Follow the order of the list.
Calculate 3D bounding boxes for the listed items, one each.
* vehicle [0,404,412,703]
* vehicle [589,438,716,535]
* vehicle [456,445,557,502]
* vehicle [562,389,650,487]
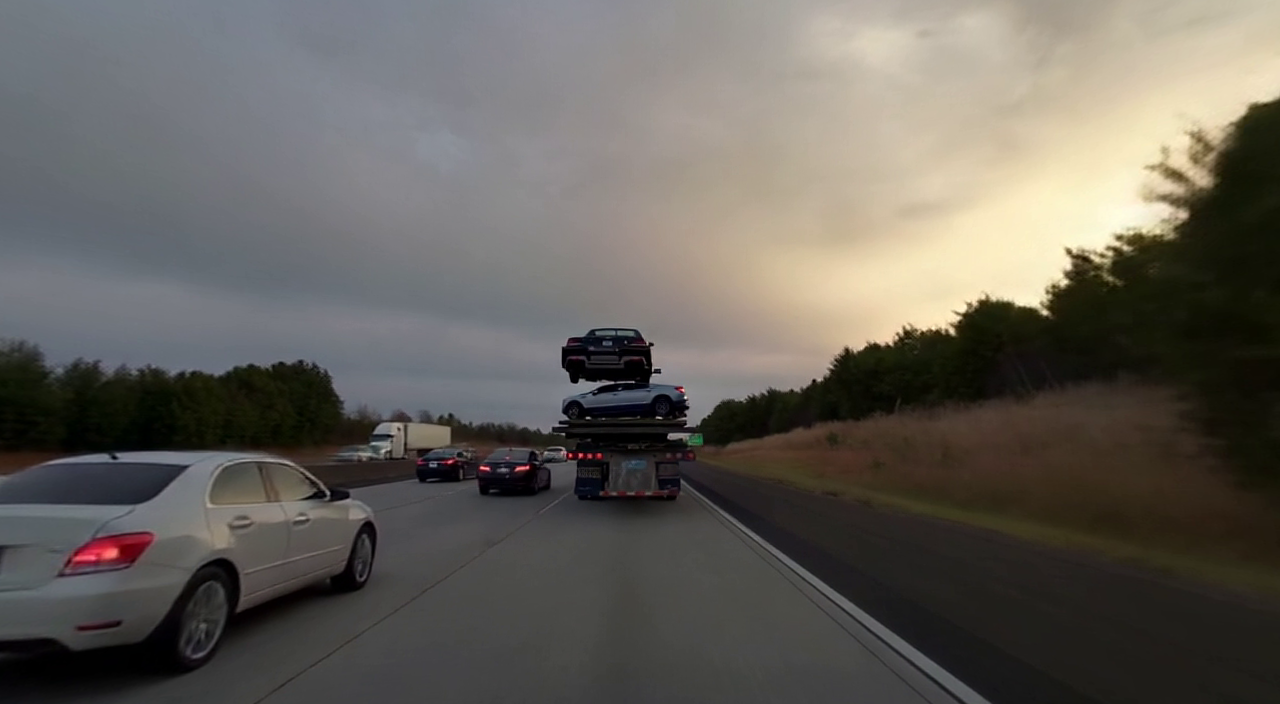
[{"bbox_3d":[-3.359,1.249,4.373,2.149,1.497,3.753,0,-9,0],"label":"vehicle"},{"bbox_3d":[0.171,2.394,11.749,1.991,1.507,3.391,0,-9,-1],"label":"vehicle"},{"bbox_3d":[-3.809,3.536,18.832,1.947,1.470,4.526,0,-9,1],"label":"vehicle"},{"bbox_3d":[-2.319,4.620,32.959,3.019,3.757,16.692,1,-9,-8],"label":"vehicle"}]
